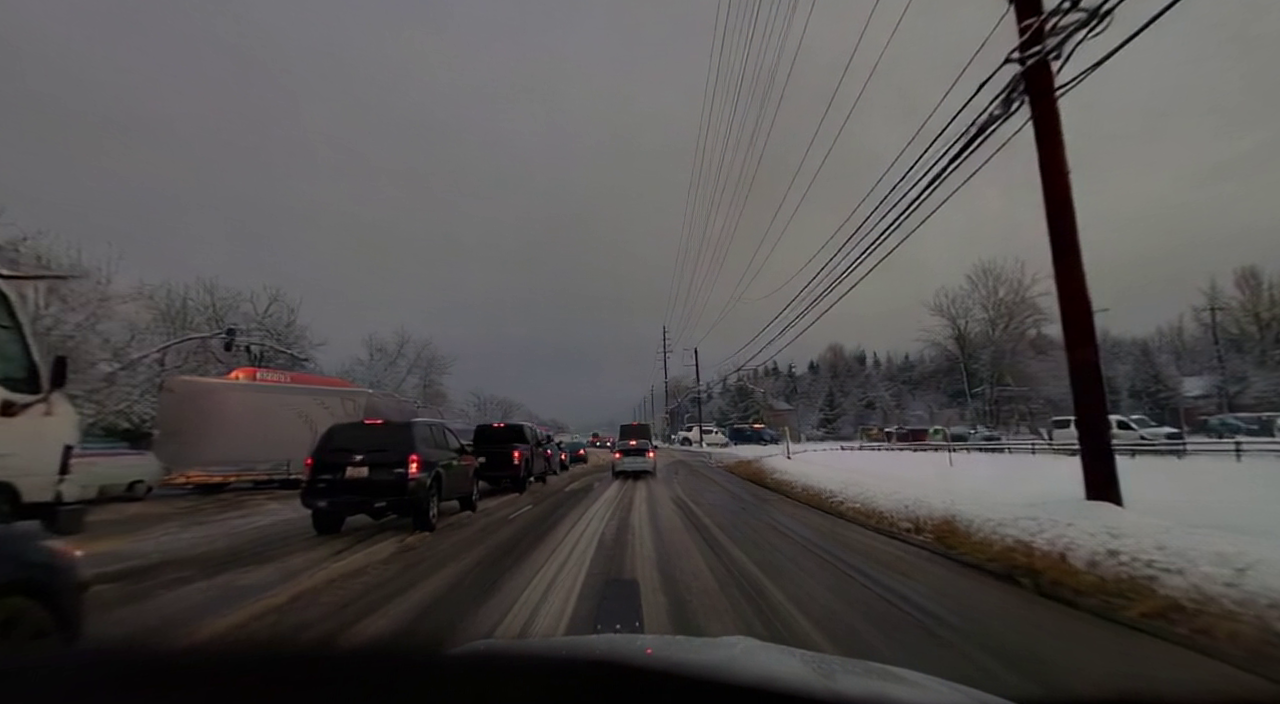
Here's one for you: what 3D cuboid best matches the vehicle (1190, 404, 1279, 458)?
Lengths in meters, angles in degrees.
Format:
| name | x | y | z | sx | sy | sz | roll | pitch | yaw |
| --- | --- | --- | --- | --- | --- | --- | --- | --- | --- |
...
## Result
| name | x | y | z | sx | sy | sz | roll | pitch | yaw |
| --- | --- | --- | --- | --- | --- | --- | --- | --- | --- |
| vehicle | 40.585 | 4.943 | 40.384 | 7.613 | 2.990 | 2.868 | -5 | -8 | -2 |

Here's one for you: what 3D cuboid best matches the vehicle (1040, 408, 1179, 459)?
| name | x | y | z | sx | sy | sz | roll | pitch | yaw |
| --- | --- | --- | --- | --- | --- | --- | --- | --- | --- |
| vehicle | 32.778 | 5.772 | 44.167 | 7.142 | 3.385 | 2.919 | 0 | -10 | 2 |

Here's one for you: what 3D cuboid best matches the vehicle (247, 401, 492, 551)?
| name | x | y | z | sx | sy | sz | roll | pitch | yaw |
| --- | --- | --- | --- | --- | --- | --- | --- | --- | --- |
| vehicle | -3.935 | 1.890 | 10.262 | 1.956 | 1.865 | 4.624 | 0 | -8 | -1 |

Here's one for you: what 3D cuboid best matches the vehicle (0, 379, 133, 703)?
| name | x | y | z | sx | sy | sz | roll | pitch | yaw |
| --- | --- | --- | --- | --- | --- | --- | --- | --- | --- |
| vehicle | -3.946 | 0.728 | 1.379 | 2.014 | 1.637 | 4.382 | 0 | -8 | -1 |

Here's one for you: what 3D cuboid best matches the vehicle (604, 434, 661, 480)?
| name | x | y | z | sx | sy | sz | roll | pitch | yaw |
| --- | --- | --- | --- | --- | --- | --- | --- | --- | --- |
| vehicle | -0.273 | 4.111 | 24.931 | 2.055 | 1.671 | 4.147 | 0 | -8 | 0 |

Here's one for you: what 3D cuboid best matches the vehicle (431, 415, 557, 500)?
| name | x | y | z | sx | sy | sz | roll | pitch | yaw |
| --- | --- | --- | --- | --- | --- | --- | --- | --- | --- |
| vehicle | -3.865 | 2.937 | 17.932 | 2.254 | 1.996 | 5.685 | 0 | -8 | 0 |
